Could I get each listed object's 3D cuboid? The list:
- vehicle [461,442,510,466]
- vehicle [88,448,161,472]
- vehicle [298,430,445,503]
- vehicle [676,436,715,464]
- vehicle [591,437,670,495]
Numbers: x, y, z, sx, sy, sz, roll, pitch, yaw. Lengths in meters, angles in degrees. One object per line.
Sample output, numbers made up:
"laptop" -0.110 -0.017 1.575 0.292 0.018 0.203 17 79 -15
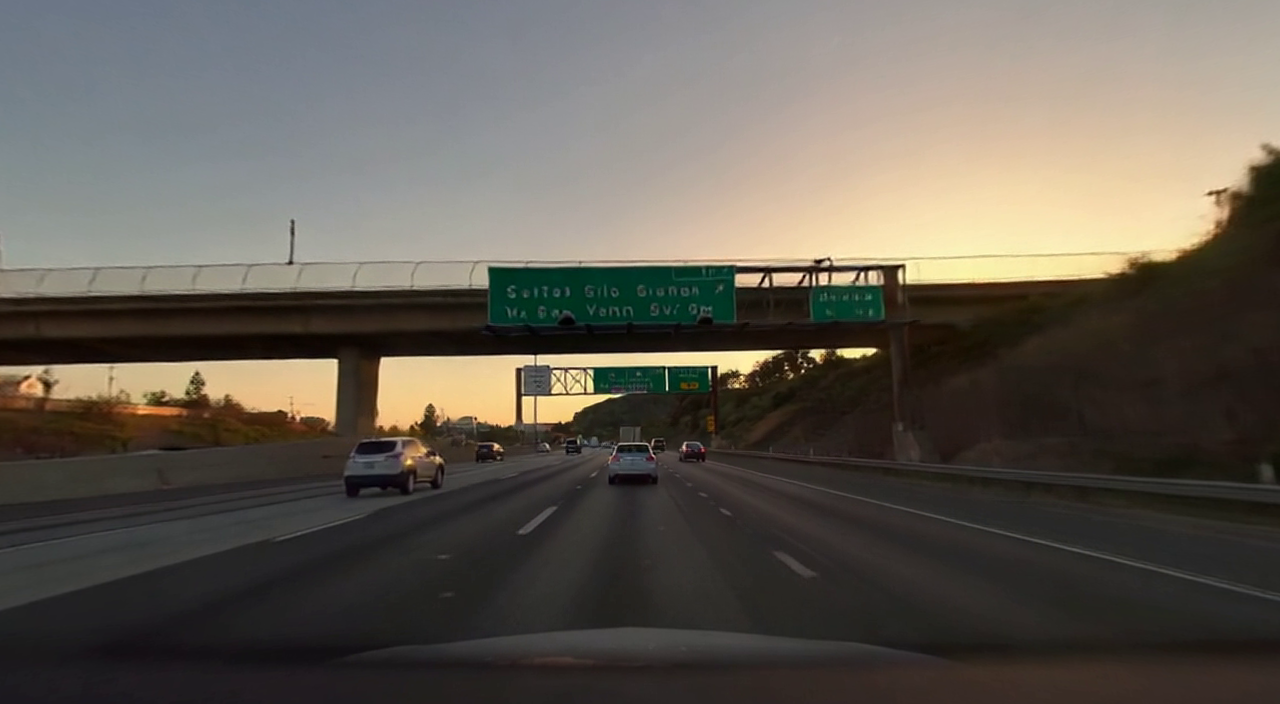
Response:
"vehicle" -10.518 6.971 43.366 2.019 1.510 4.992 0 -8 1
"vehicle" -32.673 6.832 40.083 1.606 1.402 3.428 -1 -8 2
"vehicle" -6.910 2.988 16.837 2.060 1.669 4.242 0 -8 0
"vehicle" 3.615 6.473 41.853 2.100 1.707 4.342 0 -8 -2
"vehicle" -0.259 3.249 18.397 2.042 1.446 4.269 0 -8 0
